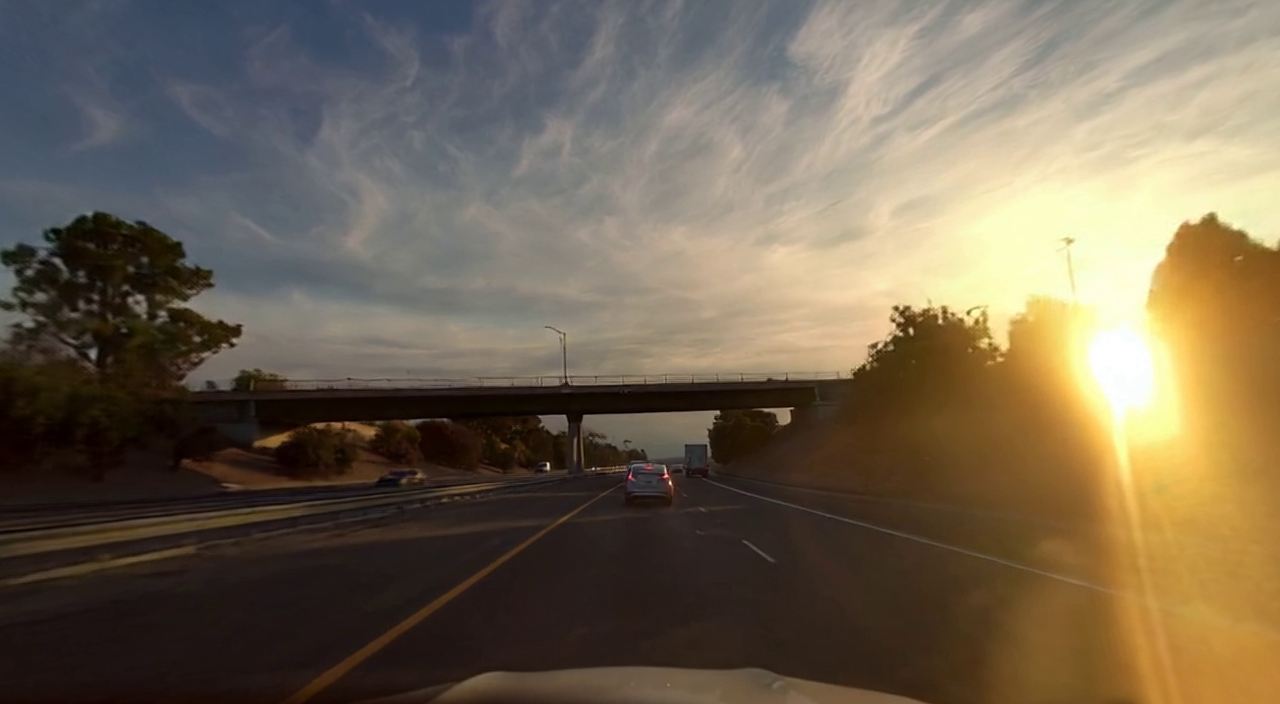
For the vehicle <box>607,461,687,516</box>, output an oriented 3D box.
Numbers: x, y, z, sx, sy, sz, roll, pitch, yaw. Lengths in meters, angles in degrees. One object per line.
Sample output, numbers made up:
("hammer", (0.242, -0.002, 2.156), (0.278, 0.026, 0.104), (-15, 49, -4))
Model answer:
("vehicle", (0.199, 4.035, 18.868), (2.156, 1.444, 3.762), (1, -10, 0))
